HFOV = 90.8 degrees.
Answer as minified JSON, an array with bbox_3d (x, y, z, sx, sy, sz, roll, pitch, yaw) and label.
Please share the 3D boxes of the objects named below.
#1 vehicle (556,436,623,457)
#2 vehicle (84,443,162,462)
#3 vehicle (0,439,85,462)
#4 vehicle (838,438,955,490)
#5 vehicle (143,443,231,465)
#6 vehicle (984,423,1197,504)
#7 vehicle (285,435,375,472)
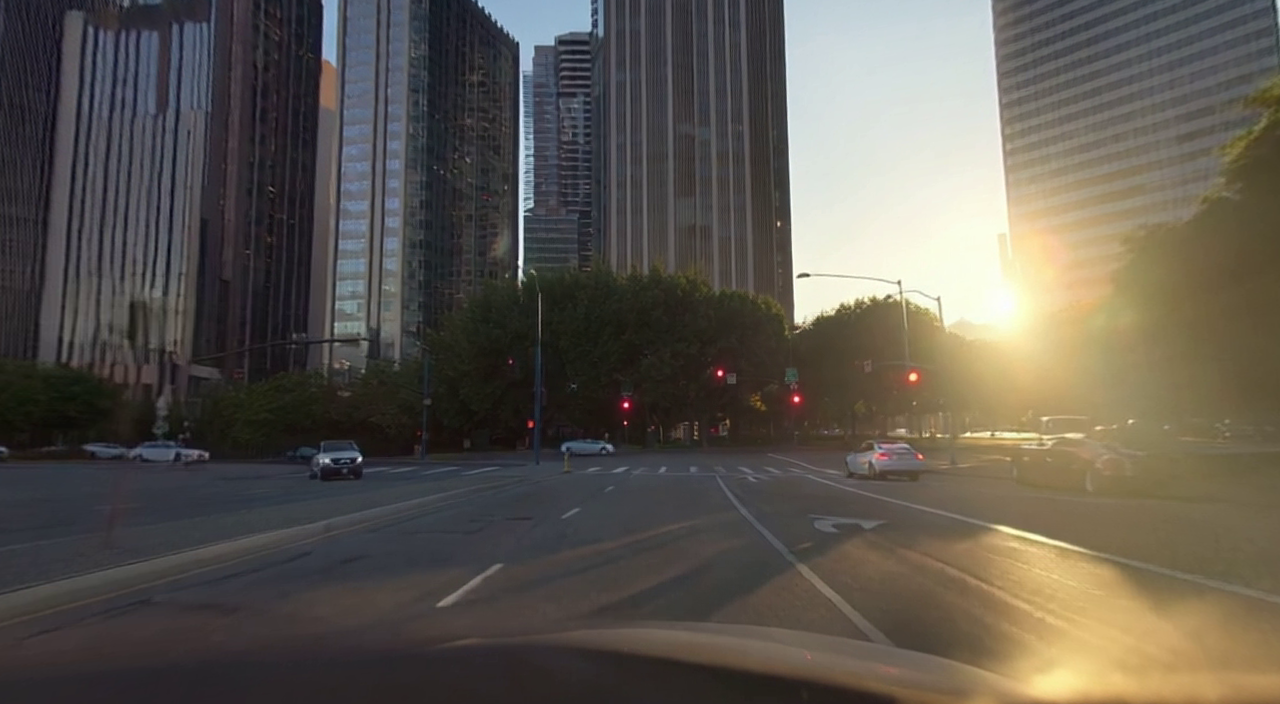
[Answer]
[{"bbox_3d":[-3.690,6.952,46.412,4.762,1.420,1.814,0,-9,1],"label":"vehicle"},{"bbox_3d":[-39.990,7.777,48.918,4.379,1.444,1.781,0,-9,-1],"label":"vehicle"},{"bbox_3d":[-46.094,7.588,48.686,4.651,1.737,2.062,0,-8,1],"label":"vehicle"},{"bbox_3d":[8.175,3.605,20.715,1.936,1.489,4.885,-1,-9,2],"label":"vehicle"},{"bbox_3d":[-30.634,6.898,42.793,4.503,1.475,1.789,0,-9,0],"label":"vehicle"},{"bbox_3d":[11.529,2.883,16.757,2.027,1.810,4.854,0,-9,0],"label":"vehicle"},{"bbox_3d":[-17.173,5.587,34.964,4.779,1.910,2.125,-5,-10,30],"label":"vehicle"}]
